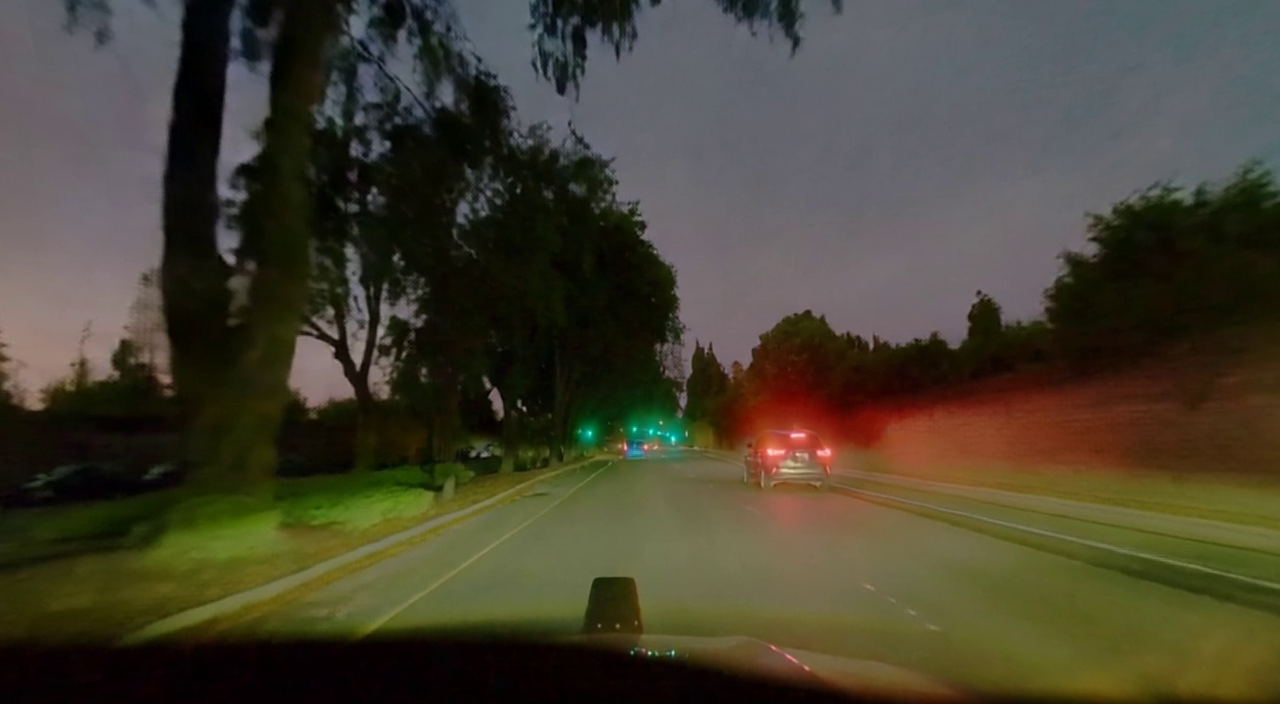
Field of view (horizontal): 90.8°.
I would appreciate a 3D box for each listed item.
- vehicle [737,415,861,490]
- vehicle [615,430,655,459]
[{"bbox_3d":[4.116,2.694,17.231,2.155,1.752,4.456,0,-8,-1],"label":"vehicle"},{"bbox_3d":[-0.322,5.885,40.174,2.391,1.739,3.837,-1,-8,-1],"label":"vehicle"}]
